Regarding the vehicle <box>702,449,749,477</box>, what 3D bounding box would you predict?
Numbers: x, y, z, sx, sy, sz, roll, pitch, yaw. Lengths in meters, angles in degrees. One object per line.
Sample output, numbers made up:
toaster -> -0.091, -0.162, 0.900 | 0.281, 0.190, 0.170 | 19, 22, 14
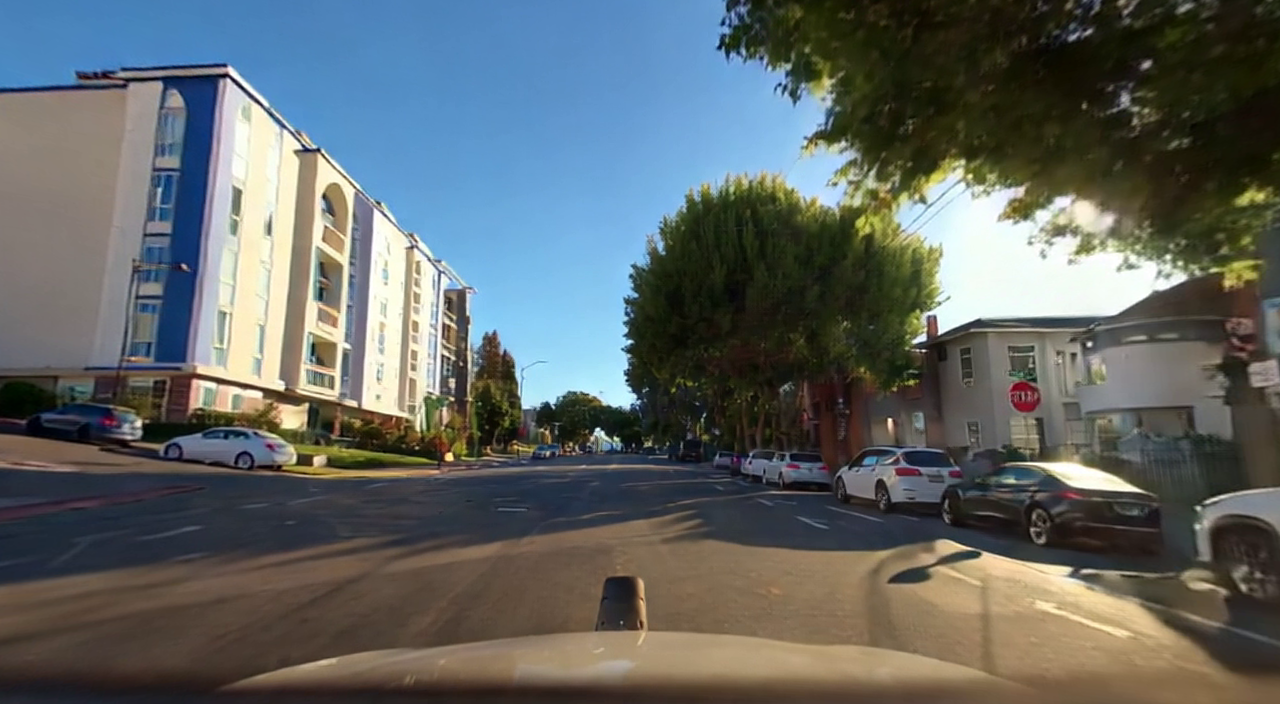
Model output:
vehicle -> 4.994, 6.500, 37.349 | 1.901, 1.495, 4.340 | 1, -8, -4

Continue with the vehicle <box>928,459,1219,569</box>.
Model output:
vehicle -> 6.882, 2.567, 10.739 | 1.900, 1.368, 4.176 | 1, -8, -1

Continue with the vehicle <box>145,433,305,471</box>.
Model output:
vehicle -> -15.523, 3.771, 23.933 | 4.603, 1.335, 1.889 | 2, -9, -12

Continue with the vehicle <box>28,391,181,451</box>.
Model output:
vehicle -> -20.637, 2.663, 24.401 | 4.598, 1.645, 2.019 | 6, -7, 15

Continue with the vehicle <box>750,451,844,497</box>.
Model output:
vehicle -> 5.970, 4.678, 24.748 | 2.122, 1.554, 4.777 | 1, -8, -5

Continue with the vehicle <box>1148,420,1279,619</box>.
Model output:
vehicle -> 6.953, 1.363, 4.601 | 2.181, 1.792, 5.066 | 1, -8, -1

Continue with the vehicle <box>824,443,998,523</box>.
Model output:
vehicle -> 6.606, 3.200, 16.165 | 1.917, 1.704, 4.840 | 1, -8, -5
